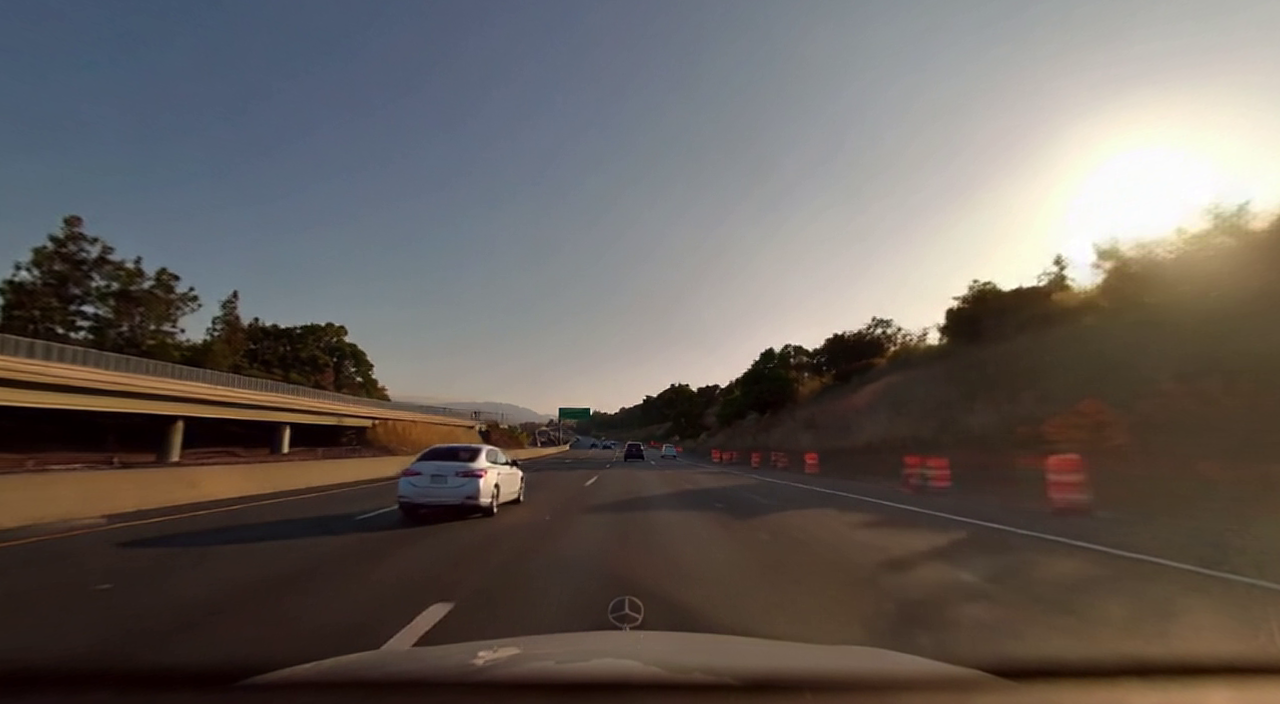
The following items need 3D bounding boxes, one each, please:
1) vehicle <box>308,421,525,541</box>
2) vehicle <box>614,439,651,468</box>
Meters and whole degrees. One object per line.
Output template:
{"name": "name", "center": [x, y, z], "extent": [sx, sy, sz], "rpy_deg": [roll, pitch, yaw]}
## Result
{"name": "vehicle", "center": [-3.582, 2.165, 11.300], "extent": [2.114, 1.650, 4.730], "rpy_deg": [-1, -8, 1]}
{"name": "vehicle", "center": [-0.539, 6.828, 42.555], "extent": [2.328, 1.805, 4.502], "rpy_deg": [0, -8, -2]}
